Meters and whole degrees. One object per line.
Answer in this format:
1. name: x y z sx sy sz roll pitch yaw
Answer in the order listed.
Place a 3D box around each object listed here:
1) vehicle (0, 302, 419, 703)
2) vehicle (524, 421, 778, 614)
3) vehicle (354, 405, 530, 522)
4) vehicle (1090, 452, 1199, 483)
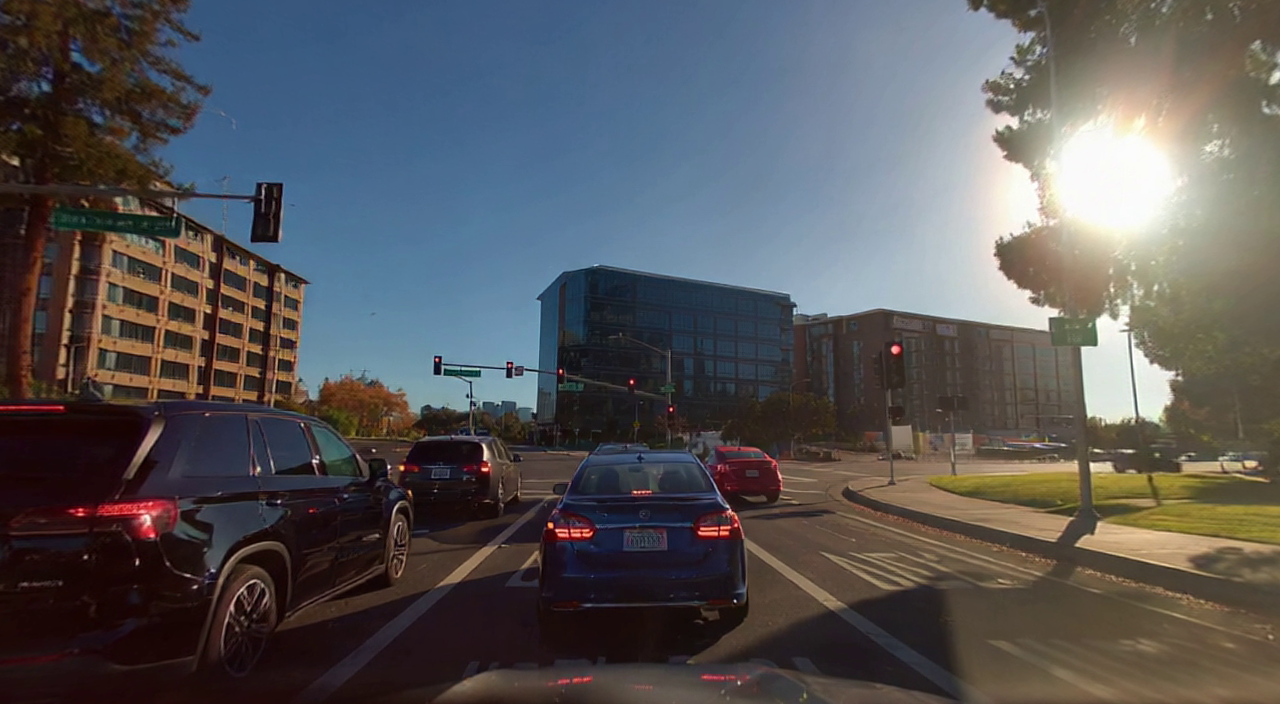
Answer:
1. vehicle: -3.142 1.012 4.138 1.924 1.737 4.387 0 -8 -2
2. vehicle: -0.061 1.626 7.261 2.001 1.483 4.442 0 -8 -4
3. vehicle: -3.872 2.315 13.694 2.305 1.984 5.586 0 -8 -3
4. vehicle: 31.745 7.271 39.901 4.874 1.854 2.230 0 -8 2
